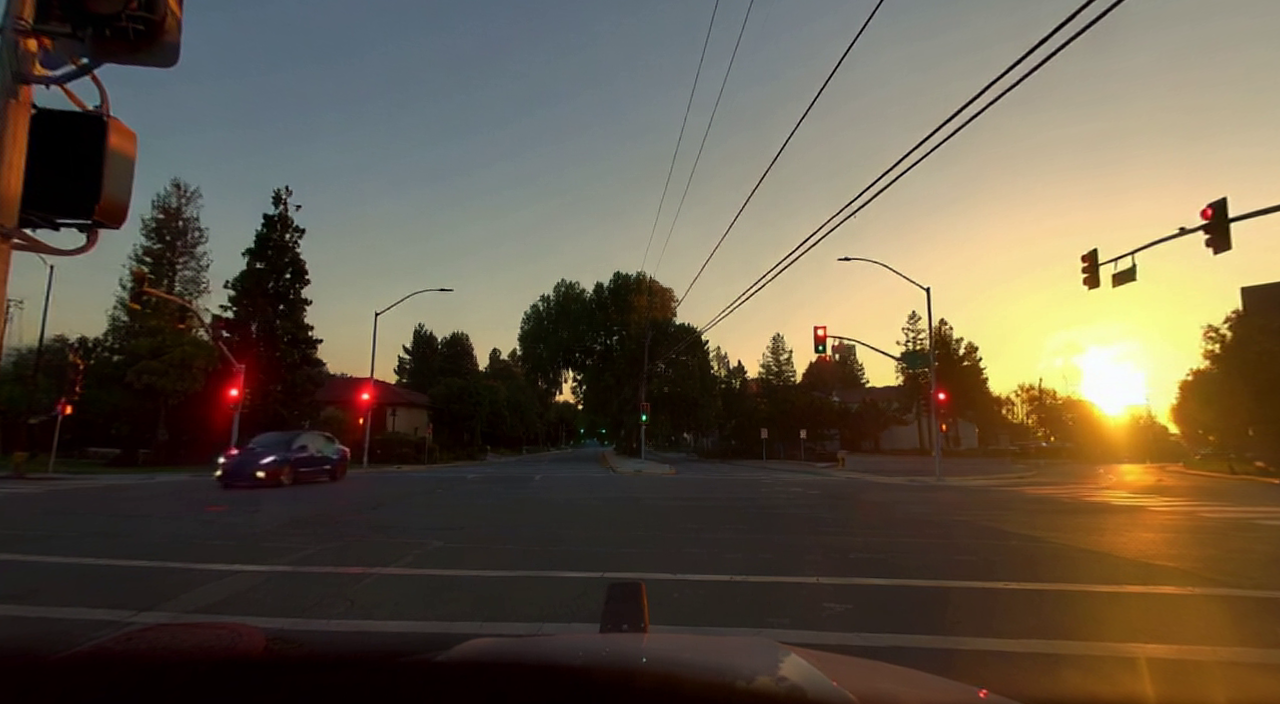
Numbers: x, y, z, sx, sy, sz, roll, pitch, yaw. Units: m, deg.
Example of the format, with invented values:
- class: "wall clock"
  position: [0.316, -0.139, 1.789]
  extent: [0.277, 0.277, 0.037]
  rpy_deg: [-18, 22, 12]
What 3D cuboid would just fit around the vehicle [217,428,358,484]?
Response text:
- class: "vehicle"
  position: [-12.700, 3.772, 23.221]
  extent: [2.238, 1.827, 5.007]
  rpy_deg: [0, -8, 0]
